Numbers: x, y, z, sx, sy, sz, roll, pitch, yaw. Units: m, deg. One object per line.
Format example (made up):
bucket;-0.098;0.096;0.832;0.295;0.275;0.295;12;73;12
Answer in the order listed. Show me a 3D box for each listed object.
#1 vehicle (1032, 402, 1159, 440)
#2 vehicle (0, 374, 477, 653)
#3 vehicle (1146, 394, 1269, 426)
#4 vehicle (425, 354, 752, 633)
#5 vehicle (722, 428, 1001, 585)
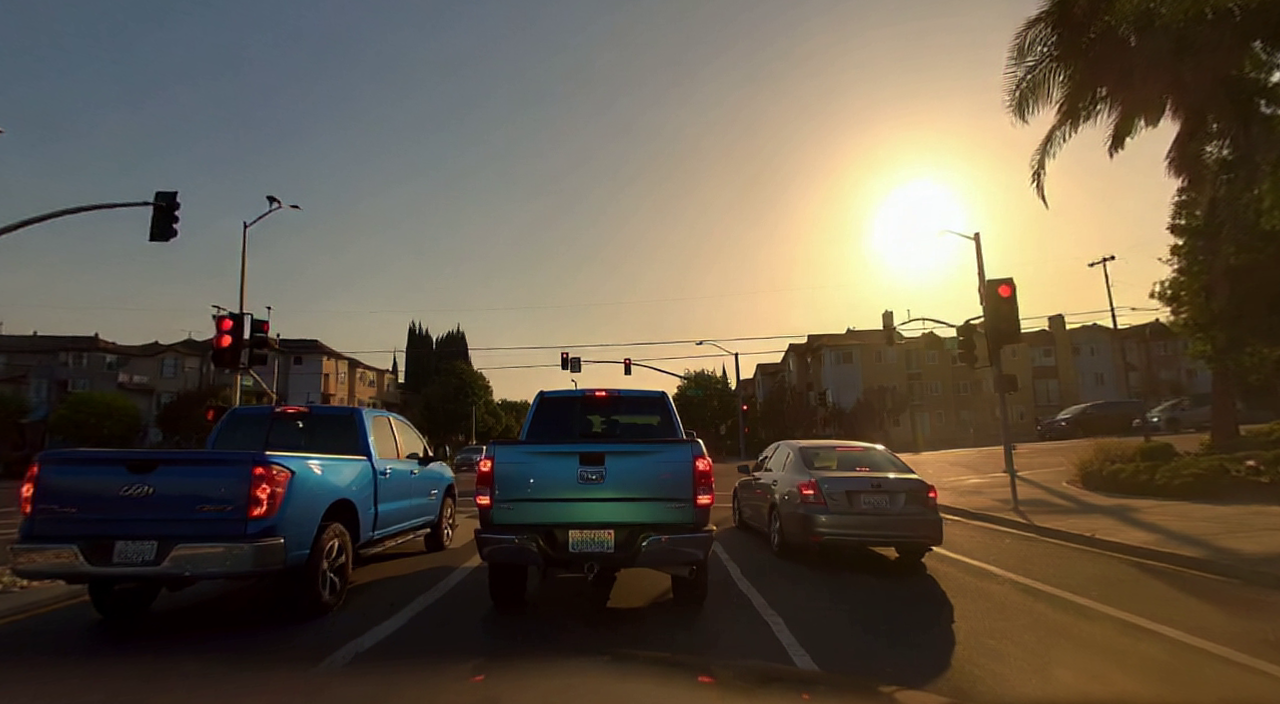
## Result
vehicle;23.303;3.588;32.480;4.721;1.866;2.188;0;-9;2
vehicle;-3.452;1.445;6.830;2.146;1.828;5.148;0;-9;-2
vehicle;29.280;3.038;32.682;4.540;1.543;1.803;0;-9;0
vehicle;-0.392;1.312;6.738;2.282;1.964;4.421;0;-9;-1
vehicle;2.415;1.813;8.291;2.016;1.481;4.336;0;-9;-1
